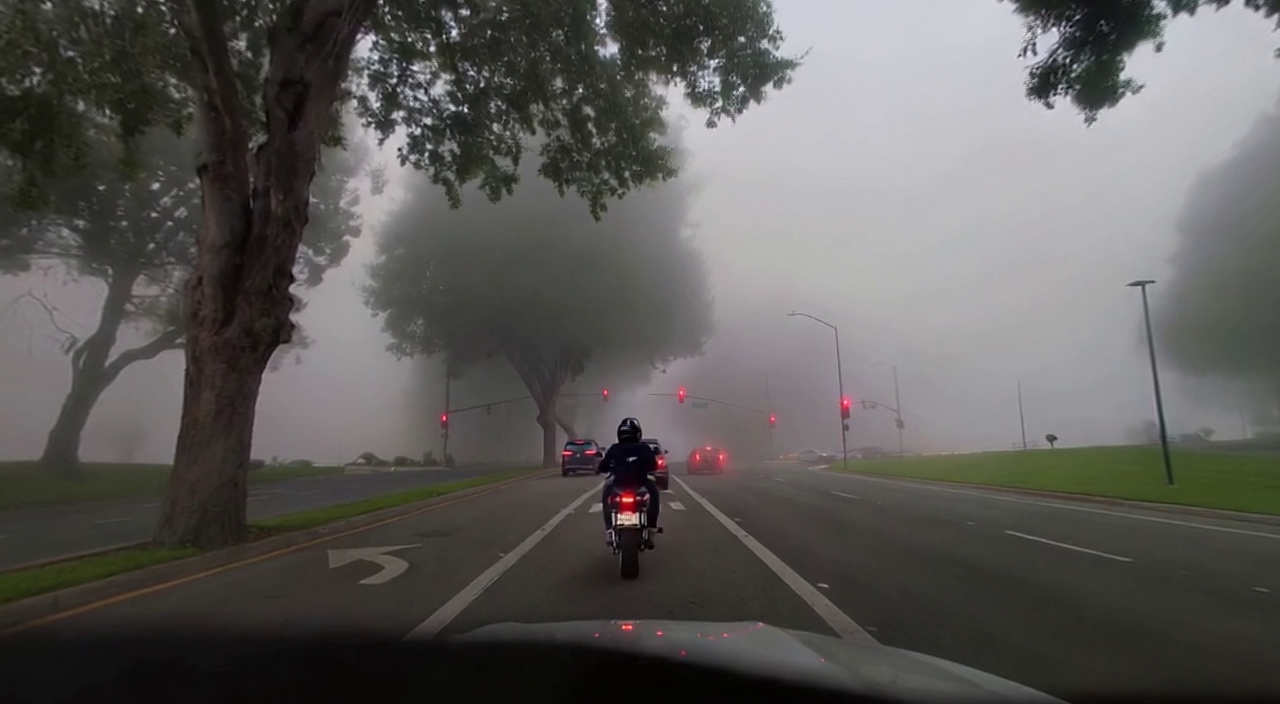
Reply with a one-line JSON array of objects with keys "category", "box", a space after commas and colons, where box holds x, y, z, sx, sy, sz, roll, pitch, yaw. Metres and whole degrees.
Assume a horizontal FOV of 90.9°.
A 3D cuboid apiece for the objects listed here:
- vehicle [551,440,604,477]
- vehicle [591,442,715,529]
[{"category": "vehicle", "box": [-2.979, 5.221, 31.207, 2.056, 1.647, 5.045, -1, -8, 1]}, {"category": "vehicle", "box": [0.208, 2.584, 12.929, 2.093, 1.450, 4.437, 0, -8, 0]}]
